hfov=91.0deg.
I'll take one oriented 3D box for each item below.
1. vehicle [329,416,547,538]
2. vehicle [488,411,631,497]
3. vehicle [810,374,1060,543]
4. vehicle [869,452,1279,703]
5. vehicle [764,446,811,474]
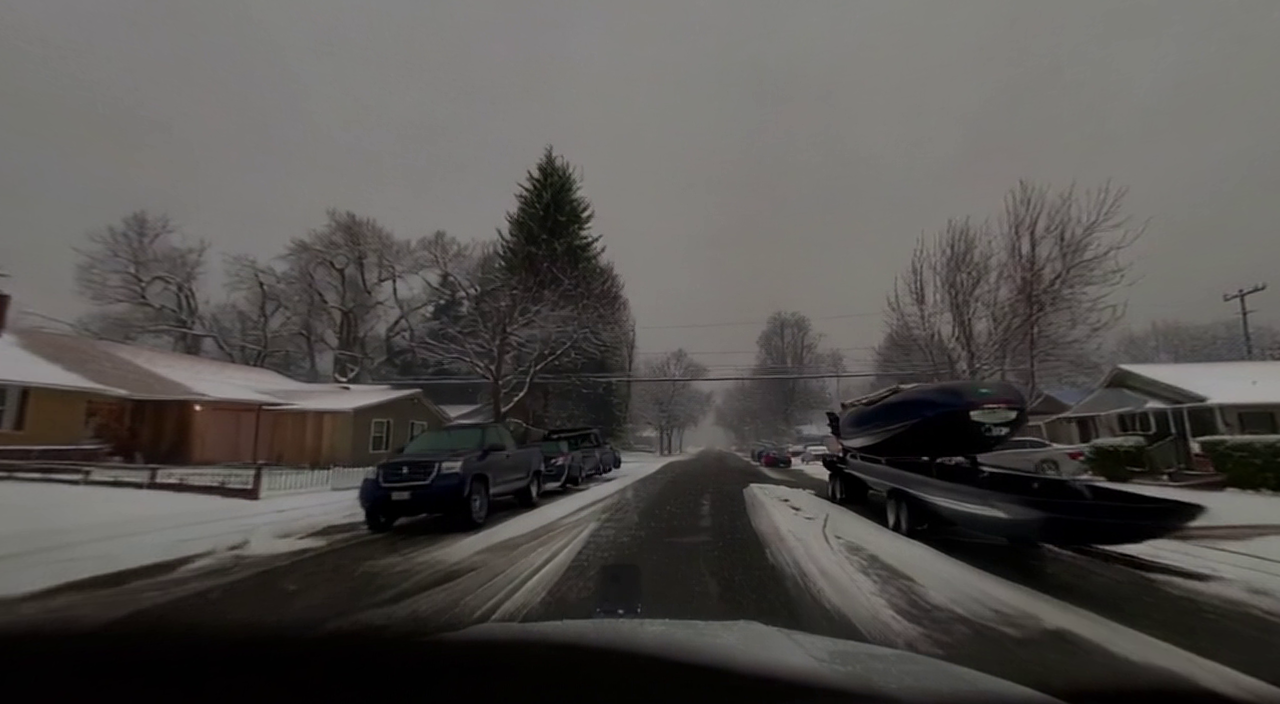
[{"bbox_3d":[-3.328,2.186,11.632,2.052,1.745,4.737,-1,-9,6],"label":"vehicle"},{"bbox_3d":[-2.209,3.176,19.897,2.632,2.249,6.179,-2,-9,11],"label":"vehicle"},{"bbox_3d":[5.279,2.054,12.569,2.697,2.558,5.635,-1,-9,6],"label":"vehicle"},{"bbox_3d":[4.452,1.778,5.984,2.804,1.336,6.700,1,-7,7],"label":"vehicle"},{"bbox_3d":[8.361,6.153,36.041,1.998,1.489,4.722,-1,-9,5],"label":"vehicle"}]
